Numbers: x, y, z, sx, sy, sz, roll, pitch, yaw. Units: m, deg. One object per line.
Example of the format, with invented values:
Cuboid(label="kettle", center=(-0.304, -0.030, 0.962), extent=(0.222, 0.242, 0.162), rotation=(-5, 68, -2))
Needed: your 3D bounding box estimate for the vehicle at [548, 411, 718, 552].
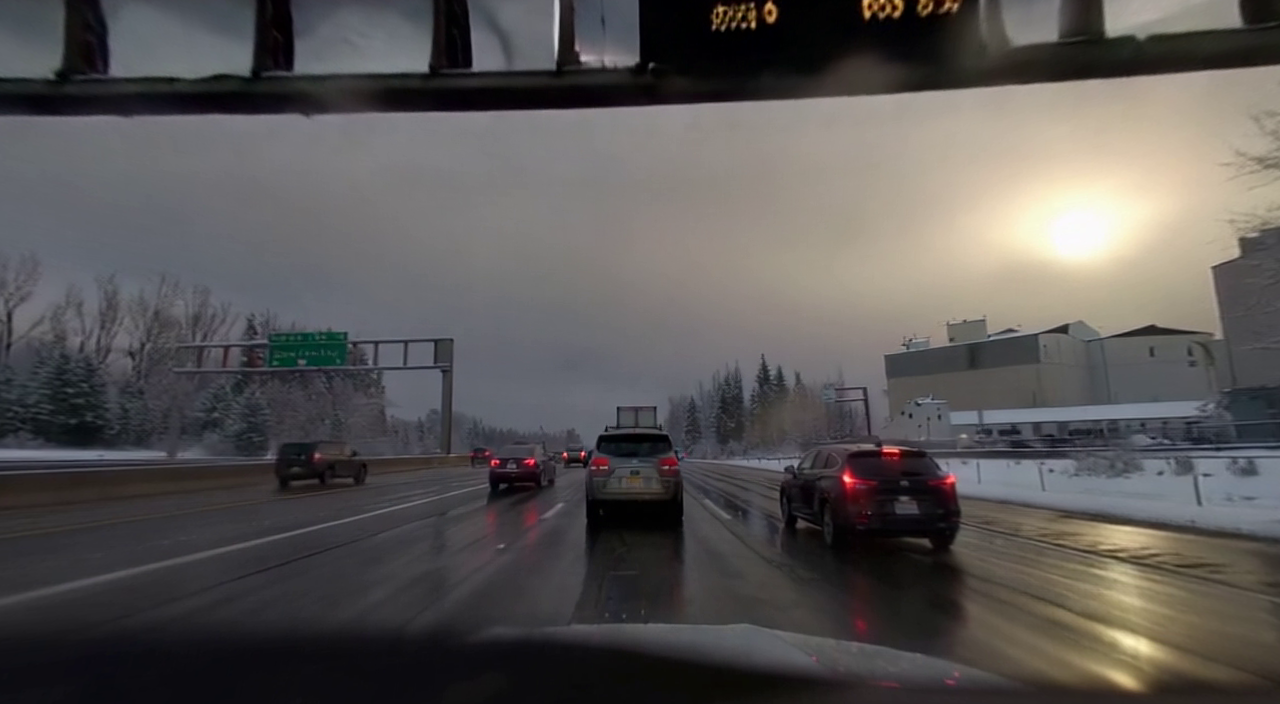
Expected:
Cuboid(label="vehicle", center=(-0.100, 1.948, 10.070), extent=(2.152, 1.779, 3.924), rotation=(0, -9, 0))

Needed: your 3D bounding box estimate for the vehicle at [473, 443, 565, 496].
Cuboid(label="vehicle", center=(-3.643, 3.624, 19.809), extent=(2.005, 1.458, 4.143), rotation=(0, -9, 1))

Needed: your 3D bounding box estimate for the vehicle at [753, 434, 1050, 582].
Cuboid(label="vehicle", center=(3.052, 1.918, 8.654), extent=(2.018, 1.470, 4.491), rotation=(0, -9, -2))

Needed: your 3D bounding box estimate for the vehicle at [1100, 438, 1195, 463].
Cuboid(label="vehicle", center=(32.278, 6.289, 40.277), extent=(1.805, 1.536, 4.325), rotation=(3, -9, -19))

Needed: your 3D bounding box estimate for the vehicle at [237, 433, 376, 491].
Cuboid(label="vehicle", center=(-11.022, 3.665, 21.327), extent=(2.129, 1.720, 4.547), rotation=(0, -9, 1))
